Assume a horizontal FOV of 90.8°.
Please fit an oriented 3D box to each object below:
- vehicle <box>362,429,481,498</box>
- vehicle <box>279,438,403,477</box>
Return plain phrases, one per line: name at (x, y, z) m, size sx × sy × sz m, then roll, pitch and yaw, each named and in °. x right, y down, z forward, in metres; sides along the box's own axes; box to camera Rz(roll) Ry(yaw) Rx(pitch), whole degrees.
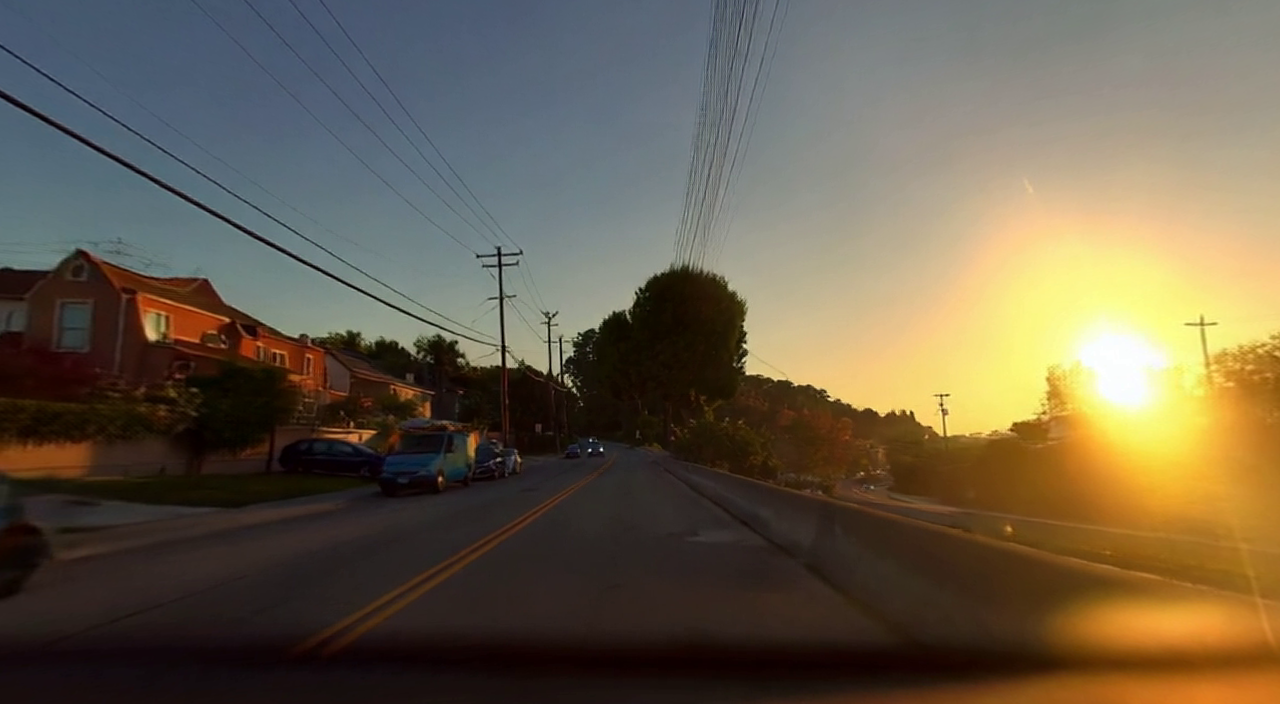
vehicle at (-7.518, 3.882, 22.475) m, size 2.335 × 2.136 × 5.328 m, roll 0°, pitch -9°, yaw -1°
vehicle at (-12.707, 4.517, 27.126) m, size 4.334 × 1.590 × 2.006 m, roll 1°, pitch -9°, yaw -8°
